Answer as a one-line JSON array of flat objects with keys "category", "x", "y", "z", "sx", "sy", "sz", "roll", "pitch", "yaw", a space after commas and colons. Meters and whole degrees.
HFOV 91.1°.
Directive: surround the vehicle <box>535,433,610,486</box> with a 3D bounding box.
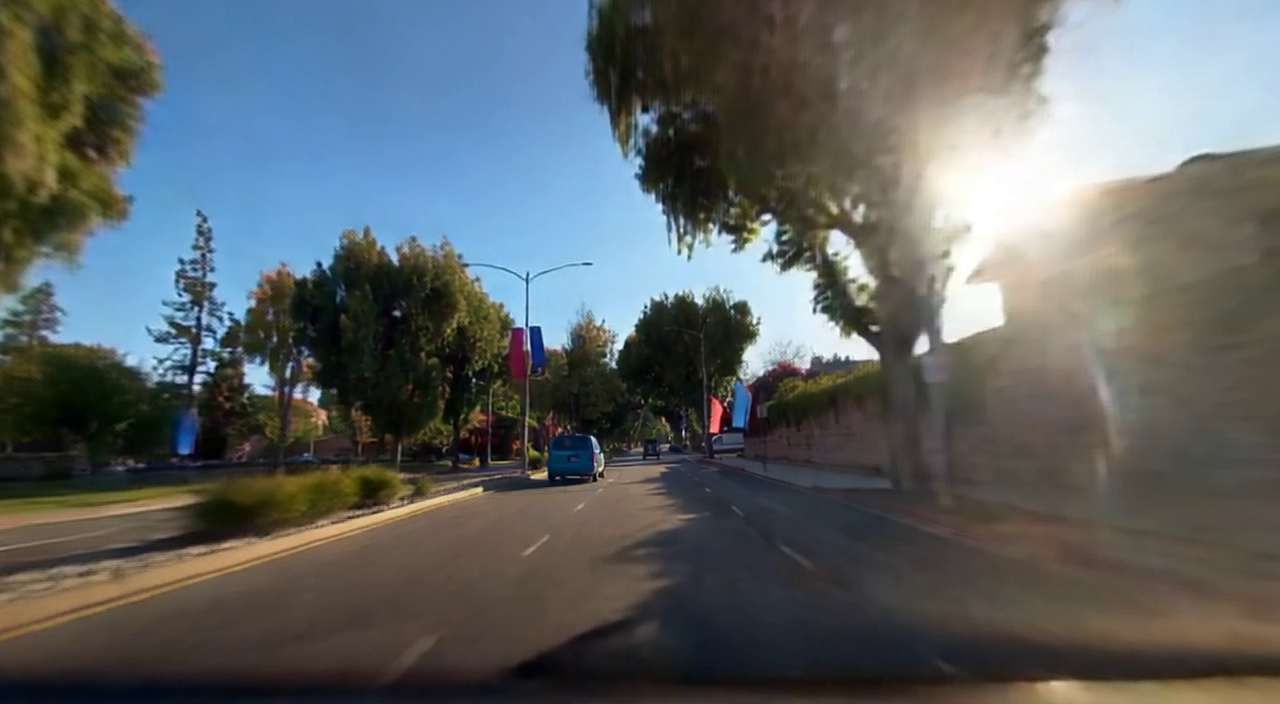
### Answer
[{"category": "vehicle", "x": -2.490, "y": 4.157, "z": 24.604, "sx": 2.281, "sy": 1.837, "sz": 4.845, "roll": 0, "pitch": -9, "yaw": 1}]
